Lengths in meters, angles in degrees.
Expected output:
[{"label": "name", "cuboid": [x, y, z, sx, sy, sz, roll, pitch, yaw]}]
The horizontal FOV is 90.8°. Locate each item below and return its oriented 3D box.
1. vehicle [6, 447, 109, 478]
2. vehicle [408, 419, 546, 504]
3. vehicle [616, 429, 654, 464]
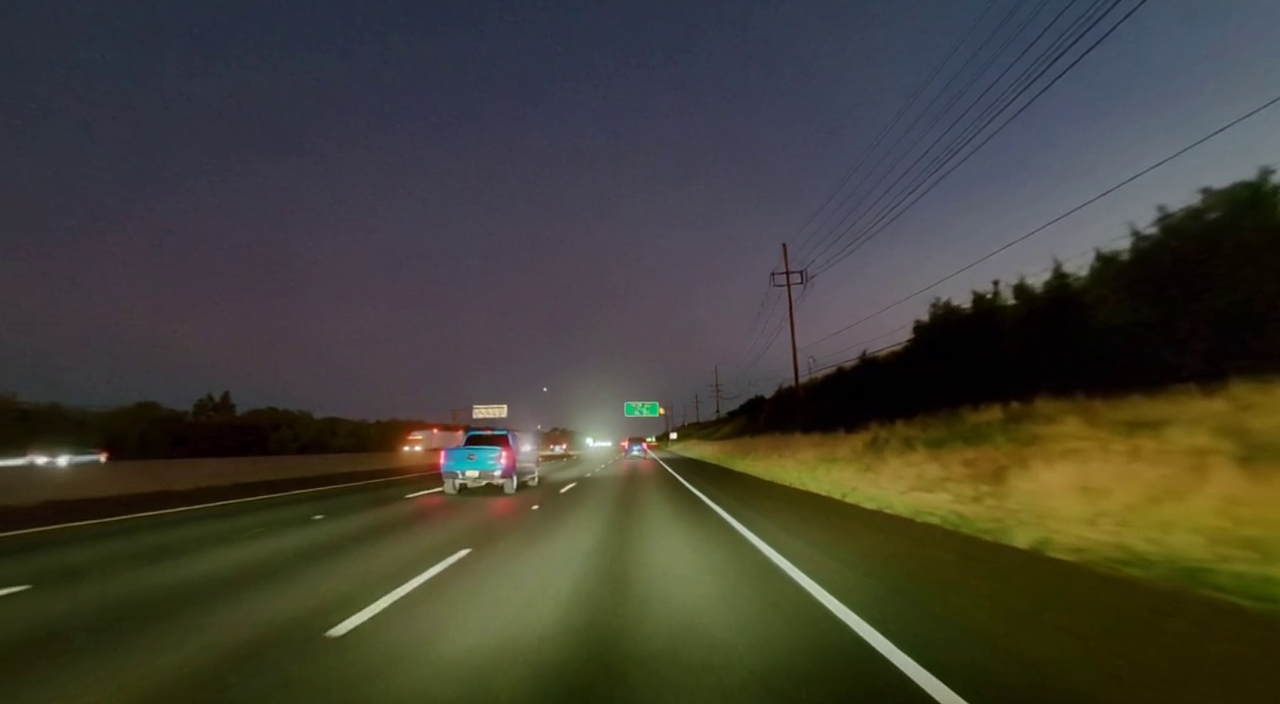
[{"label": "vehicle", "cuboid": [-35.476, 6.722, 38.627, 1.798, 1.539, 4.716, -4, -8, 2]}, {"label": "vehicle", "cuboid": [-3.934, 2.765, 16.404, 2.204, 1.812, 5.289, 0, -8, 0]}, {"label": "vehicle", "cuboid": [-0.368, 6.247, 41.813, 2.358, 2.144, 4.713, 0, -8, -1]}]
